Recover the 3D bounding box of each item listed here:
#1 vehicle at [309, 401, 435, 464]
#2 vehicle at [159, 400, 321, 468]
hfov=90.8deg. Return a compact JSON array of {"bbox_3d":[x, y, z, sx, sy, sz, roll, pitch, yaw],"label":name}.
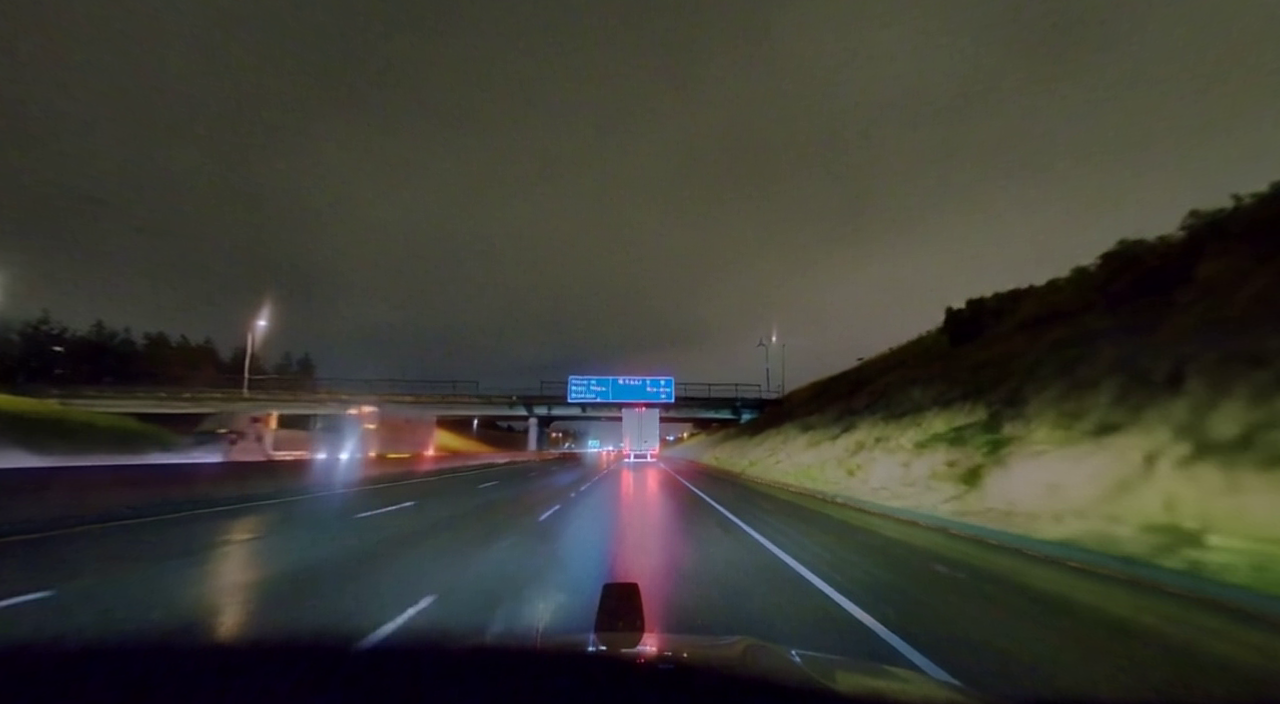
[{"bbox_3d":[-18.987,6.149,46.423,2.997,3.896,14.226,0,-9,0],"label":"vehicle"},{"bbox_3d":[-23.197,5.019,37.669,2.789,3.463,10.717,0,-9,-1],"label":"vehicle"}]
